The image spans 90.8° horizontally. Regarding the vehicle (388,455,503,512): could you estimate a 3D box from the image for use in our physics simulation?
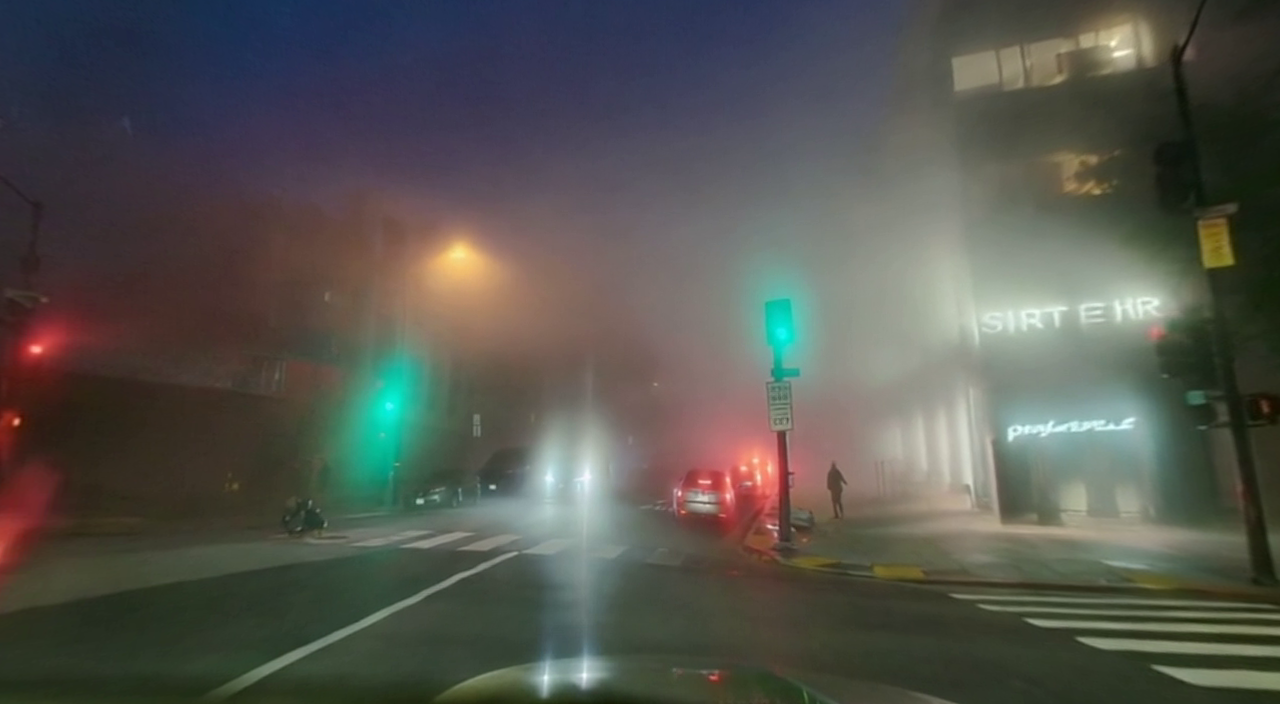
[{"bbox_3d":[-6.963,4.733,23.150,1.933,1.461,4.393,-7,-7,14],"label":"vehicle"}]

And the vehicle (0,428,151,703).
[{"bbox_3d":[-4.214,0.931,1.731,2.119,1.485,4.472,-1,-8,1],"label":"vehicle"}]

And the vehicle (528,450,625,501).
[{"bbox_3d":[-2.277,4.660,24.364,2.181,1.723,4.692,-3,-9,15],"label":"vehicle"}]

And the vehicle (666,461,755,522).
[{"bbox_3d":[2.234,4.060,18.918,1.892,1.481,4.365,-3,-9,16],"label":"vehicle"}]
